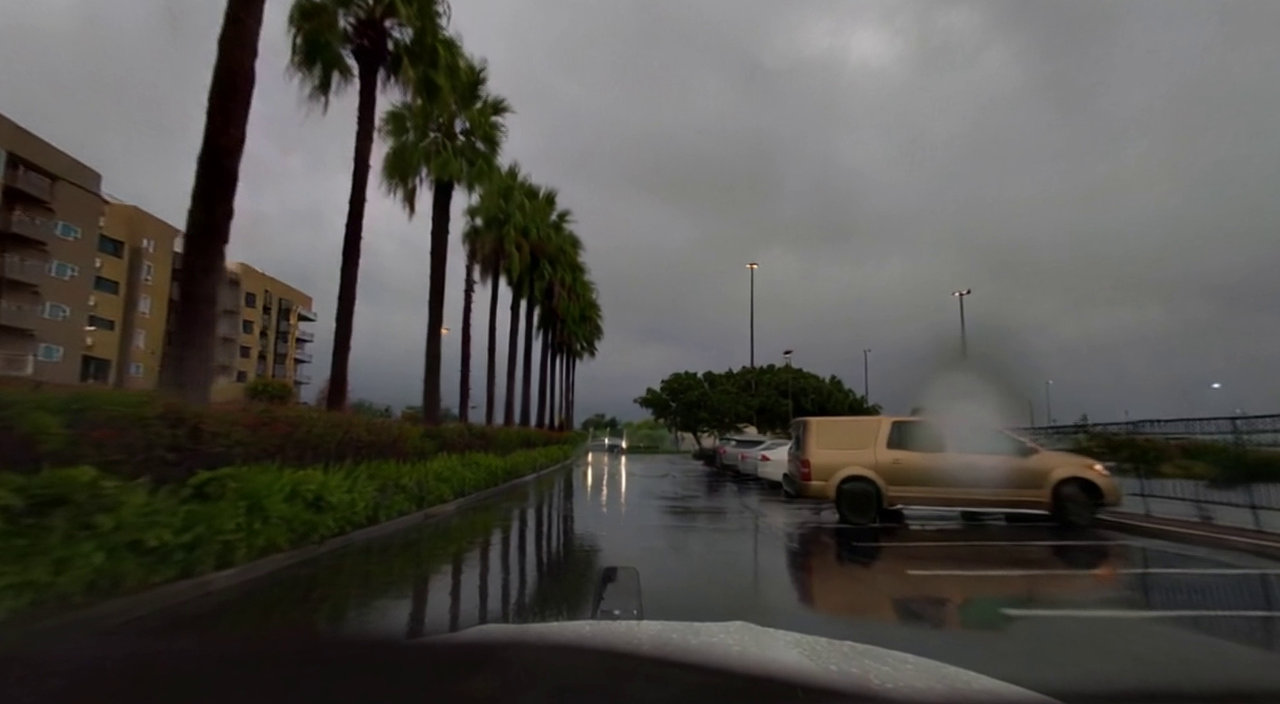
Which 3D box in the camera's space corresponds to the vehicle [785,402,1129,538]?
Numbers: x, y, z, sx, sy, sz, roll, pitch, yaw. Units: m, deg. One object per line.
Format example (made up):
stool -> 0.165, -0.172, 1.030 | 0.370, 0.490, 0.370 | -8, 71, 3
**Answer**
vehicle -> 4.921, 1.886, 10.356 | 4.609, 1.734, 1.909 | 3, -8, 1
